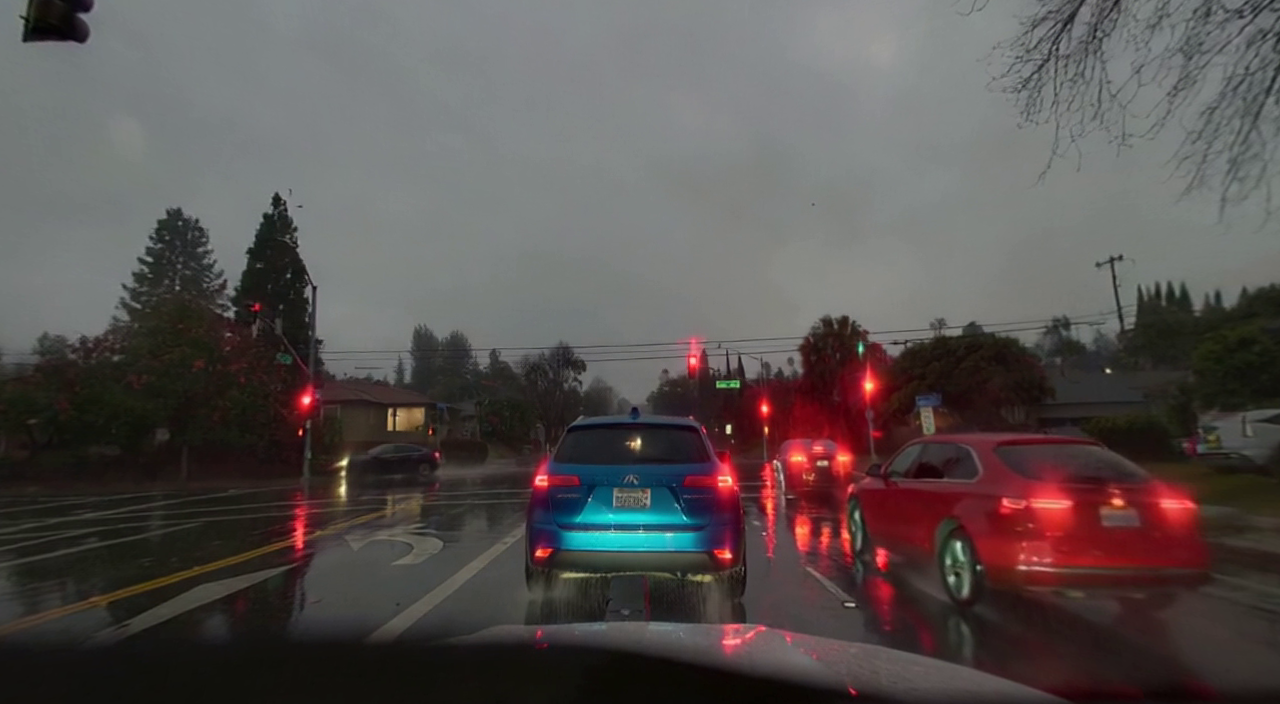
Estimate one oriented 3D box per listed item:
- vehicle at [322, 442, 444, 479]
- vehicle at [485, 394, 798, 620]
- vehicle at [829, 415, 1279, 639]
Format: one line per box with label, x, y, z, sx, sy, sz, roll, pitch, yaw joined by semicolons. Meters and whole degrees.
vehicle;-11.194;4.713;27.547;4.723;1.486;1.800;4;-9;-25
vehicle;0.048;1.475;6.953;2.322;1.667;4.367;0;-8;1
vehicle;3.767;1.561;6.801;2.077;1.527;4.755;0;-8;1
